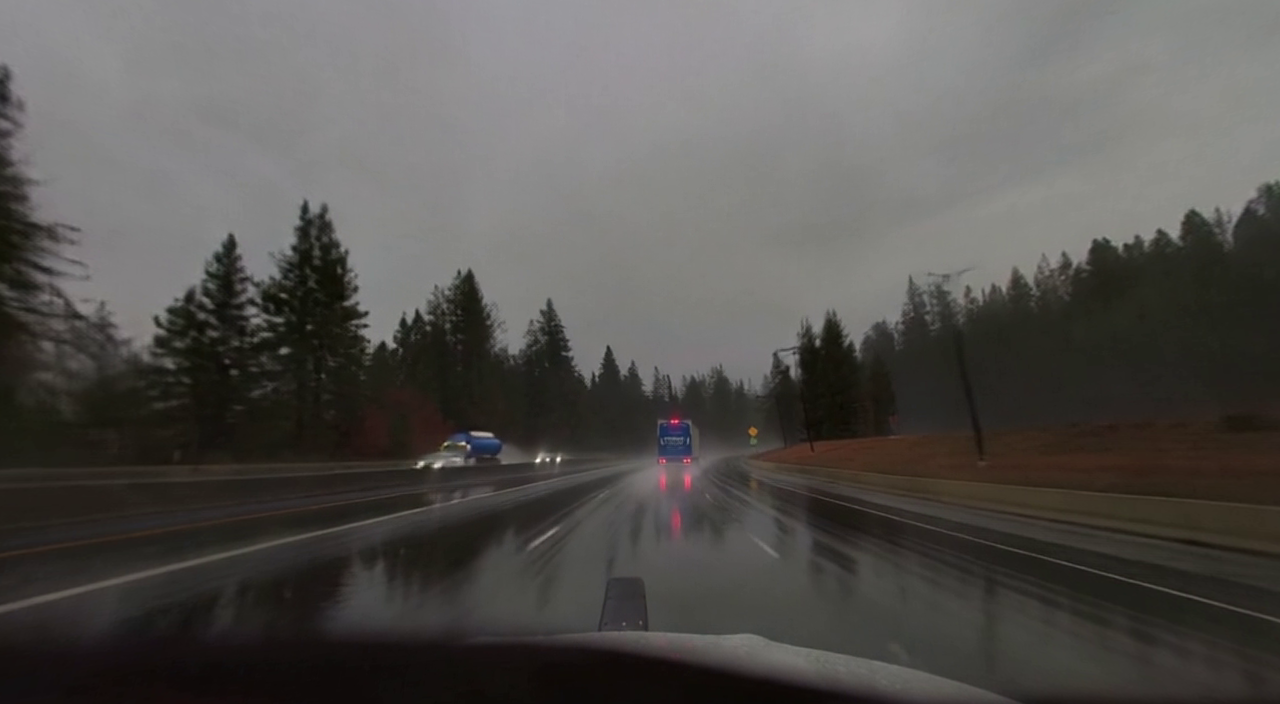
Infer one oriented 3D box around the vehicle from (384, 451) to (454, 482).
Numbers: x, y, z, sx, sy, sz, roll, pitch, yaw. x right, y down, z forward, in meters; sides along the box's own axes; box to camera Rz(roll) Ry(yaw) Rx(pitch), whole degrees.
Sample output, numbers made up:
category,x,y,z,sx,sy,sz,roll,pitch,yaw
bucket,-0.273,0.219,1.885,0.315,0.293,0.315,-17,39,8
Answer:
category,x,y,z,sx,sy,sz,roll,pitch,yaw
vehicle,-12.161,6.310,35.011,1.985,1.526,4.645,-1,-8,3
